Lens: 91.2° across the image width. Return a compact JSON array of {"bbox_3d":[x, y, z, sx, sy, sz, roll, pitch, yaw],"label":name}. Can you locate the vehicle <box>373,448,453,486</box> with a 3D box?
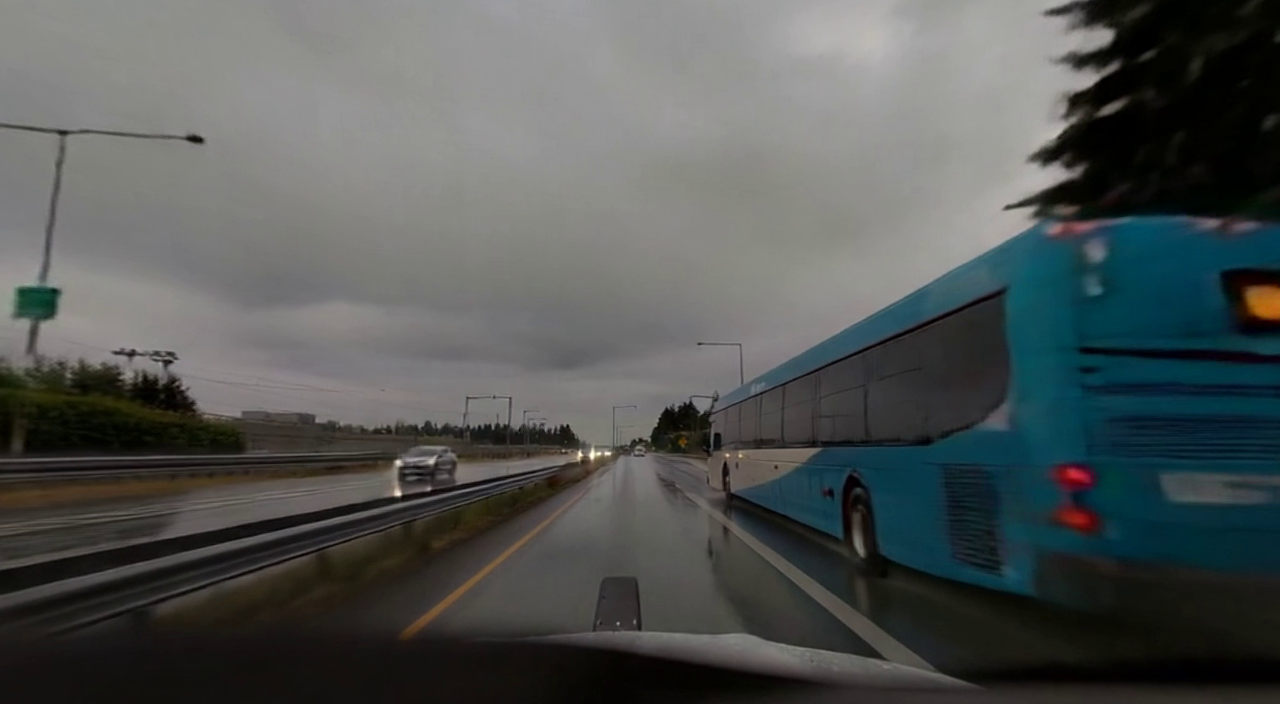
[{"bbox_3d":[-9.592,4.871,26.891,1.872,1.461,4.227,0,-9,0],"label":"vehicle"}]

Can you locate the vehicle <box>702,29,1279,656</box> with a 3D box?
[{"bbox_3d":[3.606,0.845,11.085,3.277,4.084,14.213,0,-9,-1],"label":"vehicle"}]
